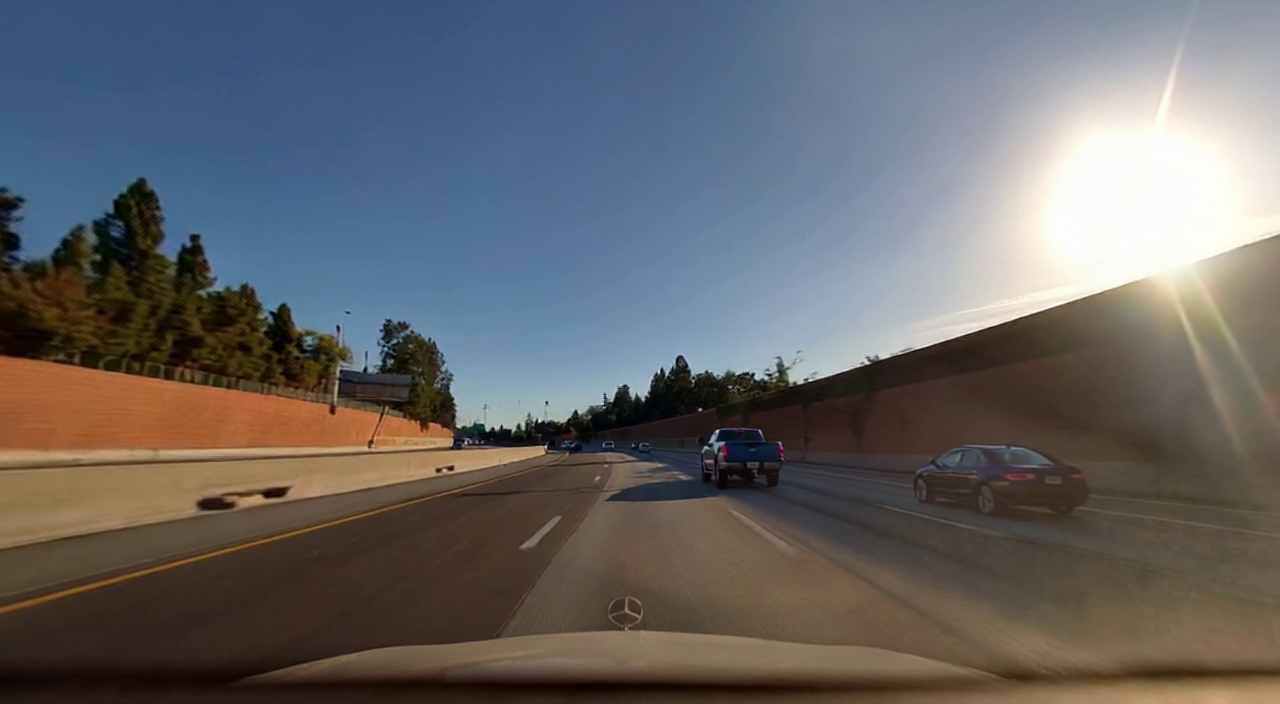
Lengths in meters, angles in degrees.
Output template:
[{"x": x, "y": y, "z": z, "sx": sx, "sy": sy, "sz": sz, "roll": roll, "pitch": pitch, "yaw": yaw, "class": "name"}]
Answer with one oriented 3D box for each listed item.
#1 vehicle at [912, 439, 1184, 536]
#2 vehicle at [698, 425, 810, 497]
[{"x": 7.478, "y": 2.493, "z": 12.398, "sx": 1.976, "sy": 1.485, "sz": 4.925, "roll": 0, "pitch": -8, "yaw": -1, "class": "vehicle"}, {"x": 3.376, "y": 3.385, "z": 20.039, "sx": 2.374, "sy": 1.952, "sz": 5.431, "roll": 0, "pitch": -8, "yaw": -2, "class": "vehicle"}]
